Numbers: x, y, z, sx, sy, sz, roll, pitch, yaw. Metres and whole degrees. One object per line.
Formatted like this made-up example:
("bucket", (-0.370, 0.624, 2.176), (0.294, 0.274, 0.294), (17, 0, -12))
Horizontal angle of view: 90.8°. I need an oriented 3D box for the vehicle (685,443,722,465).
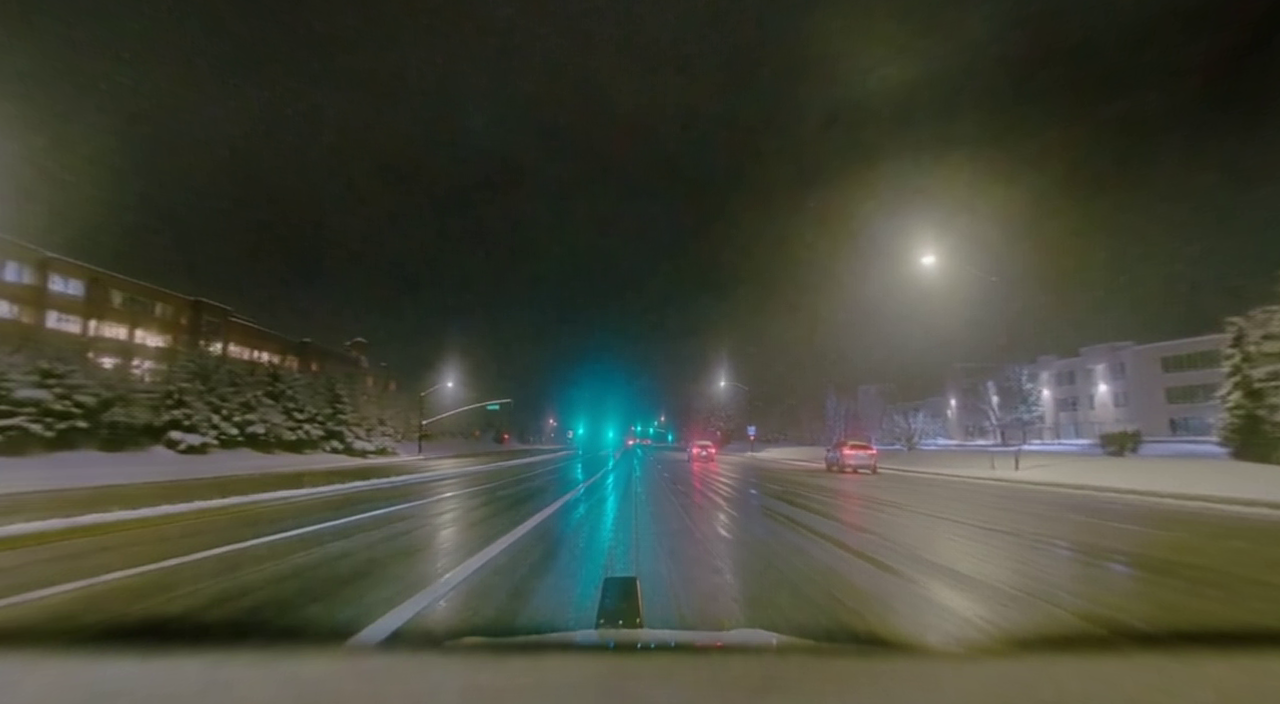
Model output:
("vehicle", (4.506, 7.329, 45.475), (2.187, 1.475, 4.529), (0, -9, 0))
